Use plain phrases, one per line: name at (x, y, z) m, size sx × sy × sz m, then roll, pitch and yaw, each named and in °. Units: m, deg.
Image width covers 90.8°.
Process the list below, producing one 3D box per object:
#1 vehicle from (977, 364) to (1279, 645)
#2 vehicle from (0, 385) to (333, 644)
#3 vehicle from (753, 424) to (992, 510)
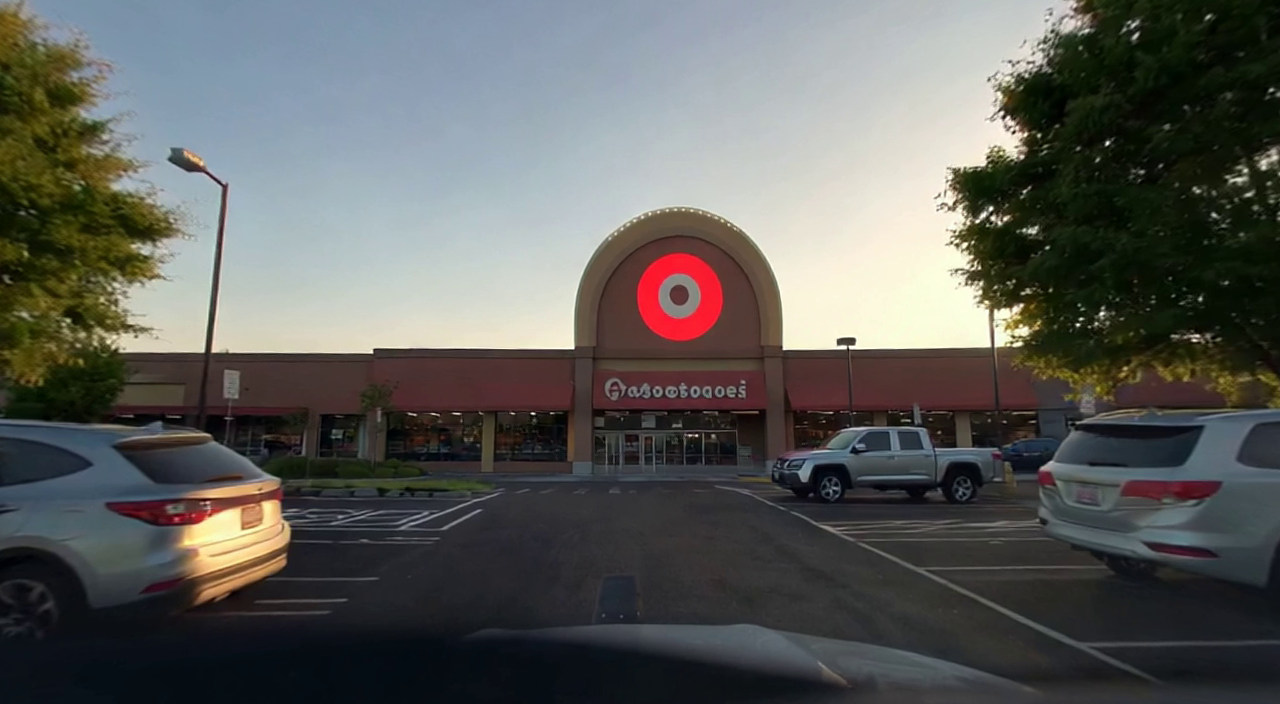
vehicle at (6.553, 1.283, 5.835) m, size 5.517 × 1.946 × 2.410 m, roll 1°, pitch -8°, yaw -3°
vehicle at (-4.900, 1.085, 4.601) m, size 4.335 × 1.499 × 1.856 m, roll 0°, pitch -8°, yaw -5°
vehicle at (5.516, 2.773, 15.537) m, size 4.864 × 1.916 × 2.413 m, roll 1°, pitch -8°, yaw -4°
